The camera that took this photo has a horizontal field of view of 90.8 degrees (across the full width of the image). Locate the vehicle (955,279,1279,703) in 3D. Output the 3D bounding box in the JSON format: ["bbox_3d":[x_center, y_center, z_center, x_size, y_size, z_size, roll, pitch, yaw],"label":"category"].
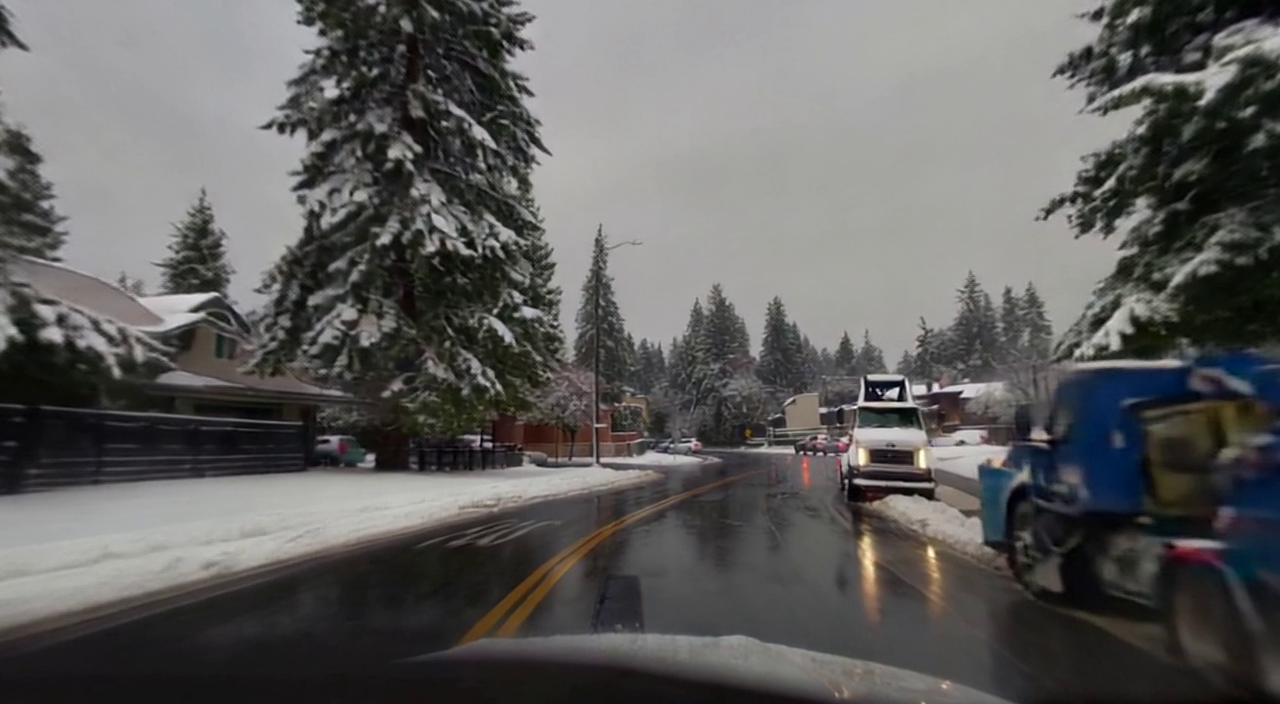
[{"bbox_3d":[4.059,0.957,4.511,2.043,2.250,3.024,-1,-9,3],"label":"vehicle"}]

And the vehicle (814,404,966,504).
[{"bbox_3d":[6.411,2.681,16.843,2.874,2.021,7.293,-4,-9,18],"label":"vehicle"}]
